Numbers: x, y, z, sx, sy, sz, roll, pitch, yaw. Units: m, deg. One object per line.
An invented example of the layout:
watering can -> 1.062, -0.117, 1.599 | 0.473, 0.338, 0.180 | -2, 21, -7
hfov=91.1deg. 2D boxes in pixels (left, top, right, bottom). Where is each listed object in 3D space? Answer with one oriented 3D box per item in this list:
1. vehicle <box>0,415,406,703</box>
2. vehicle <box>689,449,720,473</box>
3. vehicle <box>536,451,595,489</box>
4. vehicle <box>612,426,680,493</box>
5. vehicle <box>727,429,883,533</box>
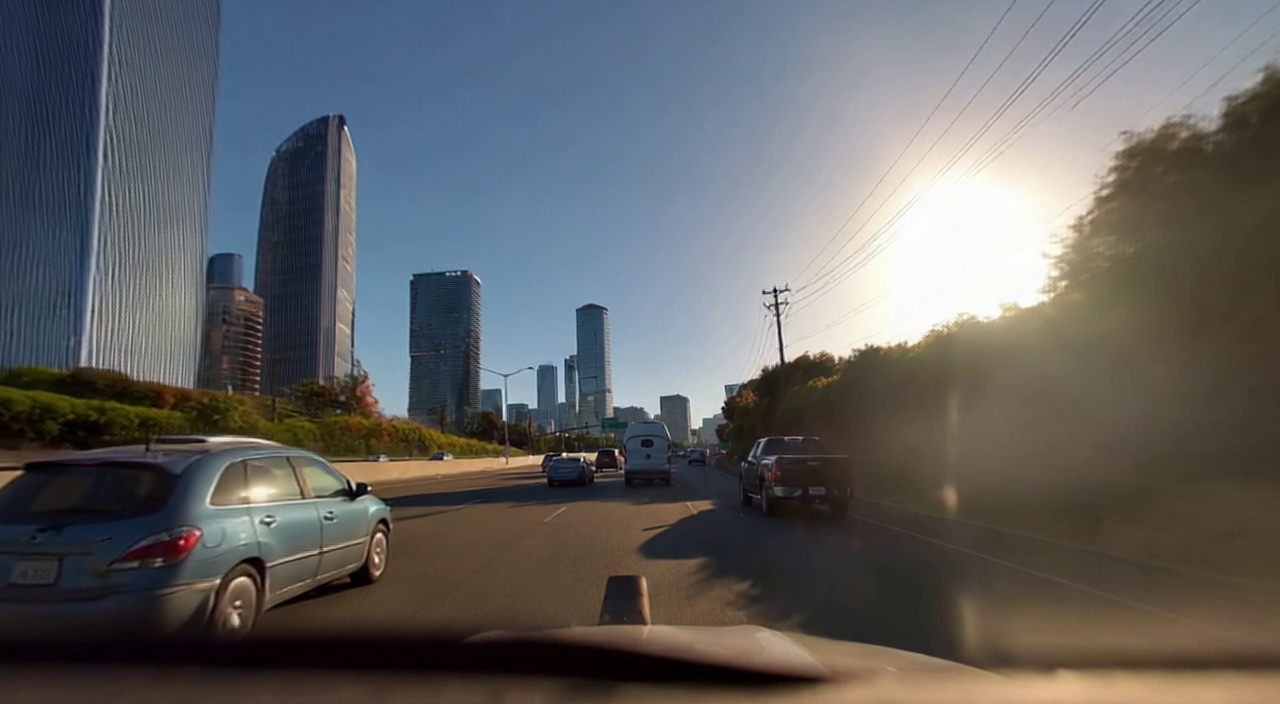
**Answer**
vehicle -> -3.602, 1.432, 5.048 | 1.934, 1.643, 3.718 | 0, -9, 1
vehicle -> 4.844, 8.291, 47.855 | 2.092, 1.696, 4.218 | 0, -9, 2
vehicle -> -3.263, 5.284, 28.502 | 1.984, 1.567, 4.311 | 0, -9, 2
vehicle -> 0.366, 4.336, 25.662 | 2.457, 2.440, 5.486 | -1, -9, 3
vehicle -> 3.382, 2.751, 13.999 | 2.283, 1.923, 4.427 | 0, -9, 0
